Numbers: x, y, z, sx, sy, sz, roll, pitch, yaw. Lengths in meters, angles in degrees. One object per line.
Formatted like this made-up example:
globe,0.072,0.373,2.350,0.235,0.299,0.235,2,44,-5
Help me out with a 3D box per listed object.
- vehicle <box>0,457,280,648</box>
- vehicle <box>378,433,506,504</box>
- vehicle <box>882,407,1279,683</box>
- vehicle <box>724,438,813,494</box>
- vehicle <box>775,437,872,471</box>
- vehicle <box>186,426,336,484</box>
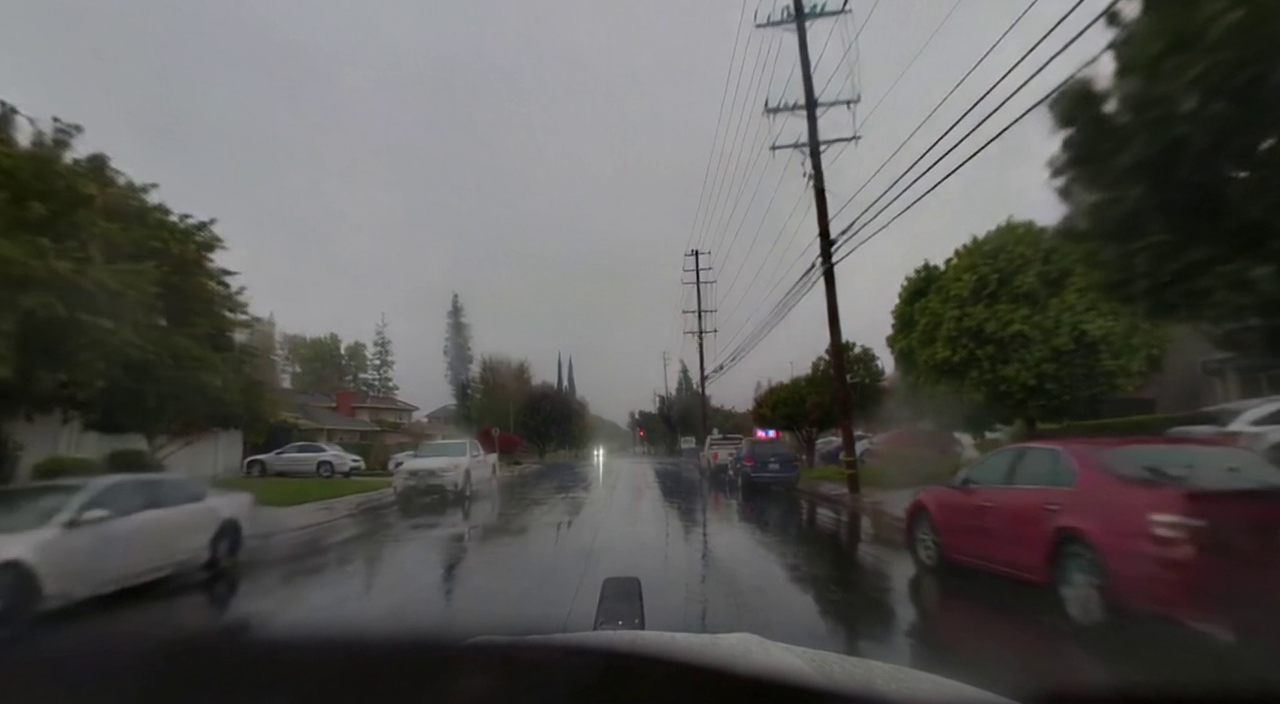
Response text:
vehicle,-6.043,1.828,6.286,2.048,1.438,4.728,-2,-9,1
vehicle,-6.027,3.619,20.078,2.322,1.913,5.582,0,-9,-1
vehicle,4.050,1.417,5.721,2.021,1.563,4.088,0,-9,-1
vehicle,3.889,3.523,19.775,1.848,1.550,4.054,0,-9,-1
vehicle,9.383,5.276,32.372,4.270,1.541,2.069,3,-10,-7
vehicle,-17.968,4.898,30.179,5.548,2.609,2.235,1,-9,-8
